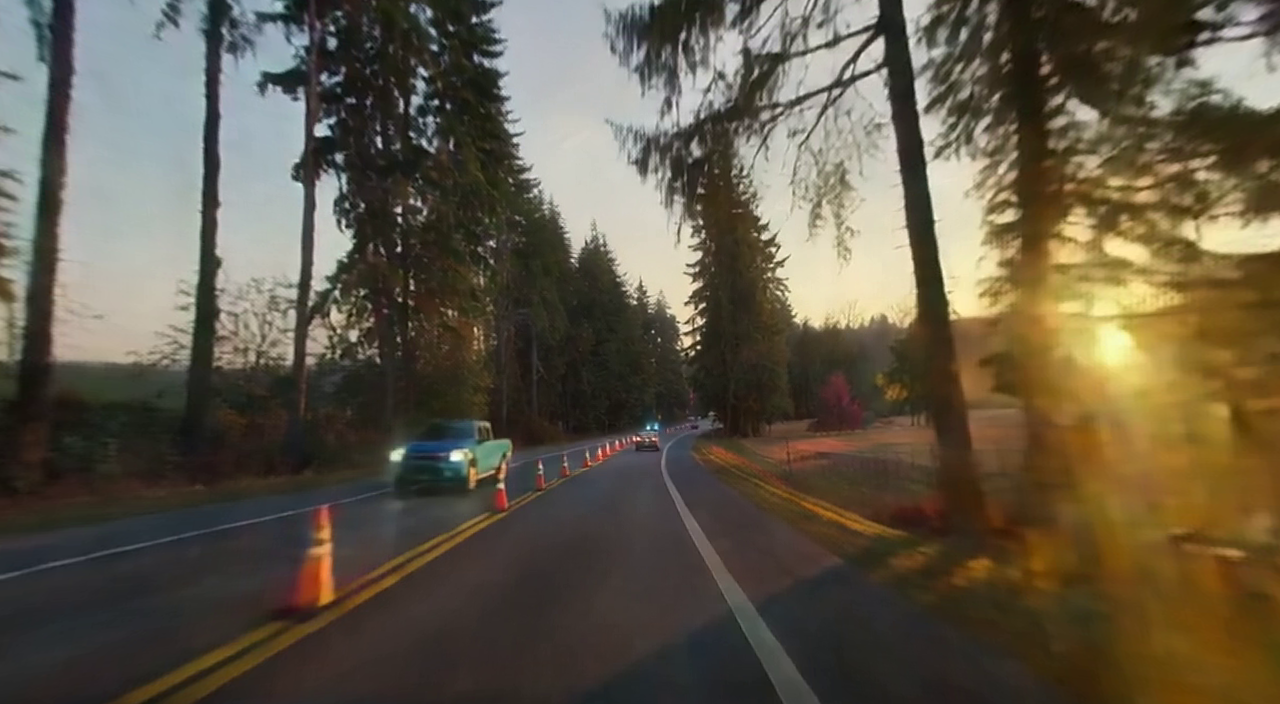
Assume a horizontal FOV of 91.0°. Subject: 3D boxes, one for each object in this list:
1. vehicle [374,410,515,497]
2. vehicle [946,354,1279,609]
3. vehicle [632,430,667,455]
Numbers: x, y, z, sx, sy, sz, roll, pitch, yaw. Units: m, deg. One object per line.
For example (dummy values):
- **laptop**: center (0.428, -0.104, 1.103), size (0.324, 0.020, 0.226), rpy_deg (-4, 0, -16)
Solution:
- **vehicle**: center (-4.703, 2.545, 16.013), size (2.079, 1.880, 4.493), rpy_deg (0, -8, 1)
- **vehicle**: center (8.161, 2.154, 10.472), size (4.566, 3.046, 2.625), rpy_deg (12, -9, -7)
- **vehicle**: center (0.659, 5.679, 39.595), size (2.042, 1.489, 3.963), rpy_deg (-1, -8, 3)
